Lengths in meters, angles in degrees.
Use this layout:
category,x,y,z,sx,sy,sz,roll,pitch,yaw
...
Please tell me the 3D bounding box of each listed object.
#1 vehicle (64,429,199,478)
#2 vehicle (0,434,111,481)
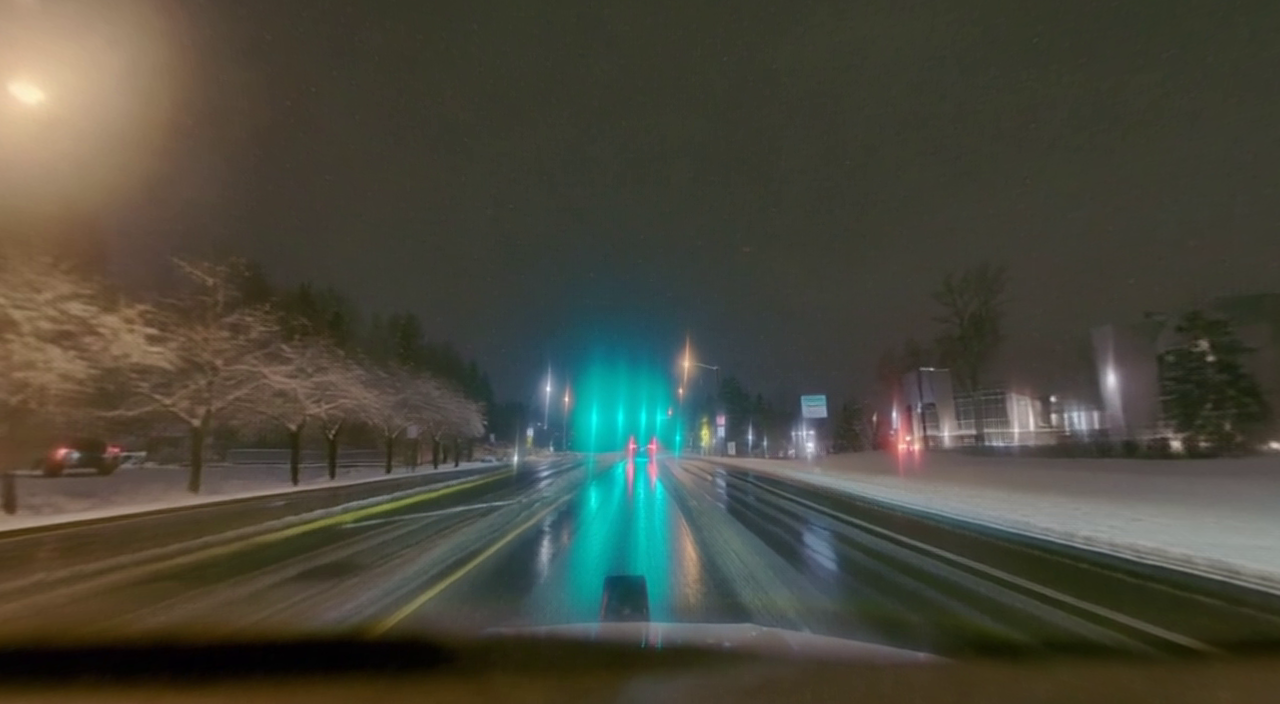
category,x,y,z,sx,sy,sz,roll,pitch,yaw
vehicle,-38.489,7.686,47.920,7.489,3.516,2.773,0,-9,-4
vehicle,-37.908,6.607,39.576,7.051,2.835,2.287,0,-9,-2
